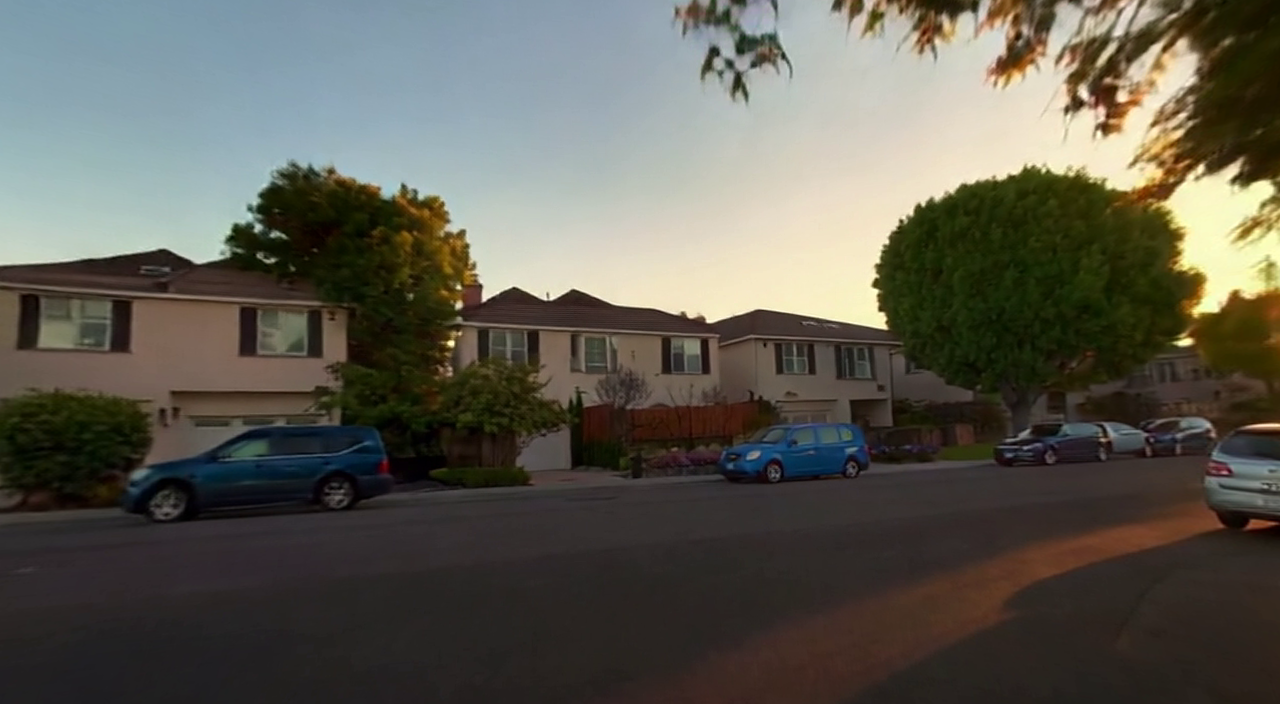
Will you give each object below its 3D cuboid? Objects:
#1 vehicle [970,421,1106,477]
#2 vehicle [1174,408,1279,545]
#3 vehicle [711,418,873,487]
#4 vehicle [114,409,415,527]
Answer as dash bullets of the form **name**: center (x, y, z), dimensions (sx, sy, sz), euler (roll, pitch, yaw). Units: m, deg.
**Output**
- **vehicle**: center (12.295, 2.915, 19.459), dimensions (3.785, 1.488, 1.828), euler (2, -6, -28)
- **vehicle**: center (9.029, 1.497, 7.894), dimensions (4.226, 1.507, 2.008), euler (4, -8, -28)
- **vehicle**: center (3.740, 2.429, 15.528), dimensions (3.513, 1.507, 1.798), euler (4, -7, -26)
- **vehicle**: center (-5.864, 1.774, 10.170), dimensions (3.746, 1.518, 1.845), euler (6, -7, -33)
